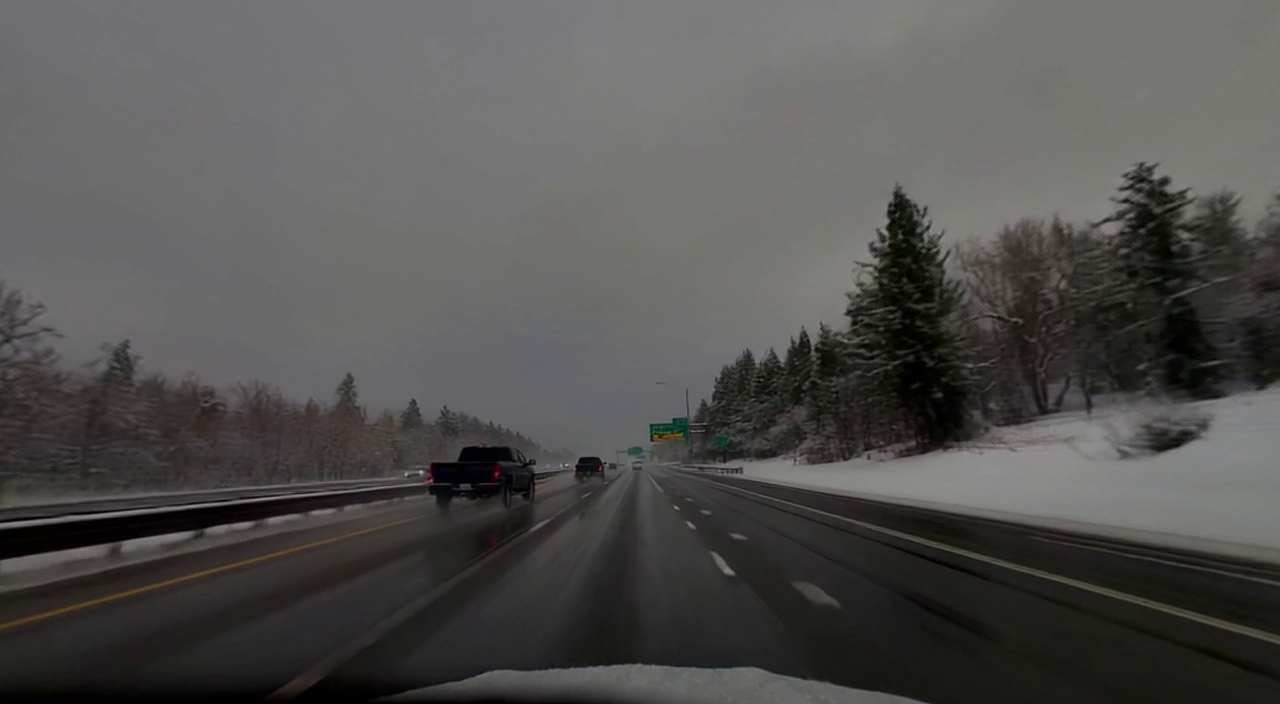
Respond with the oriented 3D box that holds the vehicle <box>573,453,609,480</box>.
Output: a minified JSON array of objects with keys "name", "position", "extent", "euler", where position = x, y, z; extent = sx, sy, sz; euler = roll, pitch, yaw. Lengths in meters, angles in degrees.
[{"name":"vehicle","position":[-3.697,8.841,48.642],"extent":[2.390,1.879,4.423],"euler":[1,-10,0]}]

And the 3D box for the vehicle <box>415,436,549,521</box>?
[{"name":"vehicle","position":[-3.933,3.310,16.768],"extent":[2.272,1.873,4.832],"euler":[1,-10,0]}]
